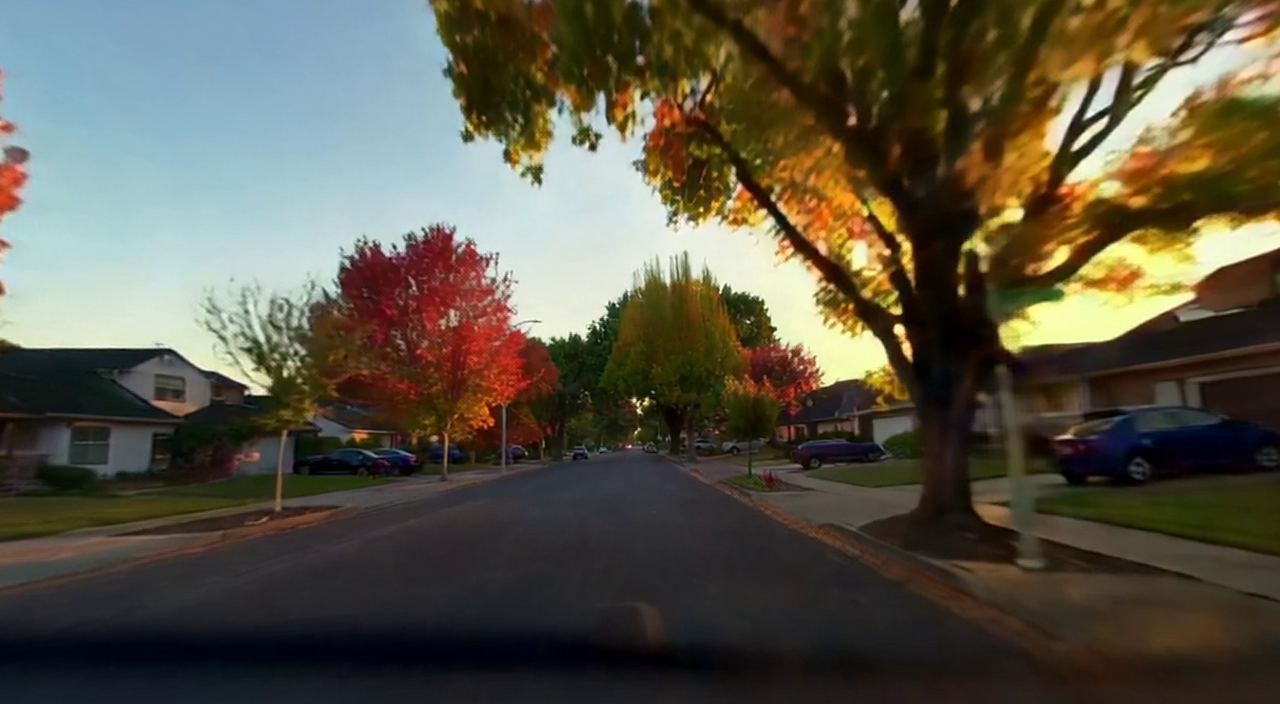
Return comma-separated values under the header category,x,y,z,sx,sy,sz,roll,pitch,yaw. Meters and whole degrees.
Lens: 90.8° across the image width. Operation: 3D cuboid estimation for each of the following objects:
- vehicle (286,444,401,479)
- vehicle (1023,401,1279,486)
category,x,y,z,sx,sy,sz,roll,pitch,yaw
vehicle,-15.261,5.653,32.712,4.830,1.725,2.116,0,-8,2
vehicle,10.244,1.754,12.145,4.422,1.488,2.013,0,-8,0
